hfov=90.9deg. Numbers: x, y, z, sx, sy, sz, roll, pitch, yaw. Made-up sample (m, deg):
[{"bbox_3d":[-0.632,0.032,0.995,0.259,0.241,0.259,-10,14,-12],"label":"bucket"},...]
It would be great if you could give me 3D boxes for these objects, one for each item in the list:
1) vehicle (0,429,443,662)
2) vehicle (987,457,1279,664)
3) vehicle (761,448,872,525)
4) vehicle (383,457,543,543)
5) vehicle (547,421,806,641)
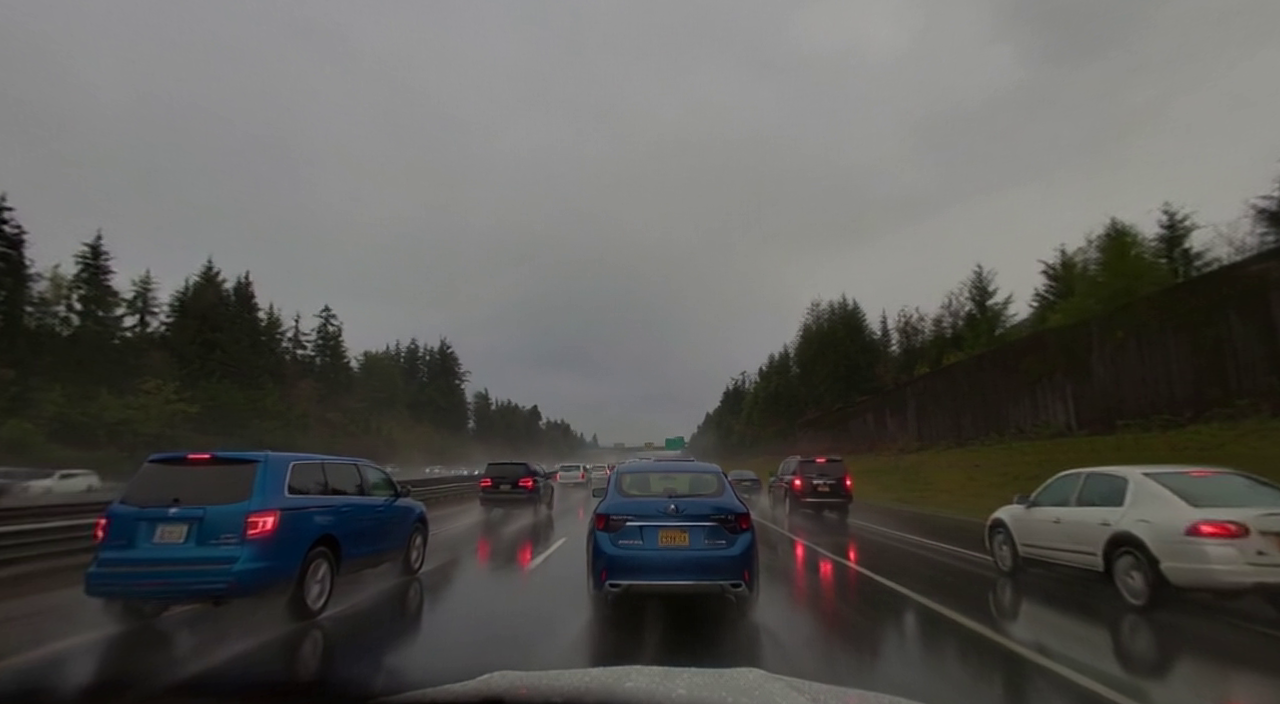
[{"bbox_3d":[-3.798,1.723,6.540,1.994,1.556,4.263,0,-11,1],"label":"vehicle"},{"bbox_3d":[5.500,1.772,5.993,1.919,1.437,4.436,1,-11,1],"label":"vehicle"},{"bbox_3d":[4.877,3.802,18.111,1.984,1.876,4.287,0,-11,1],"label":"vehicle"},{"bbox_3d":[-3.558,3.098,13.713,1.960,1.502,4.593,0,-11,2],"label":"vehicle"},{"bbox_3d":[0.306,1.818,7.201,2.057,1.725,4.126,1,-11,0],"label":"vehicle"}]
